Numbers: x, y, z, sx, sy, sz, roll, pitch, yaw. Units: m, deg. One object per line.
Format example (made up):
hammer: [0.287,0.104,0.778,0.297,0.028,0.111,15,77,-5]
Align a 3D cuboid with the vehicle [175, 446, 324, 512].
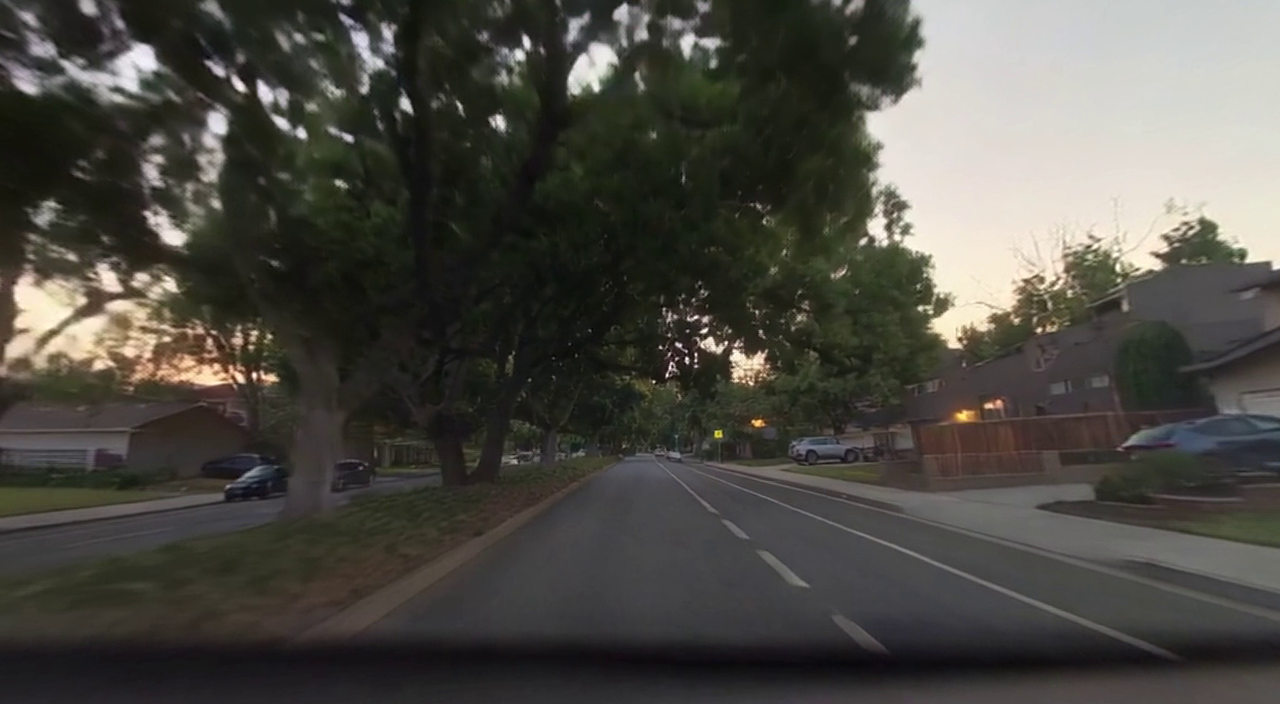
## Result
vehicle: [-12.600,4.068,20.845,2.003,1.804,4.554,-1,-7,0]

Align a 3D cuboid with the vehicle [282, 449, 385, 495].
vehicle: [-12.611,4.924,26.356,2.110,1.709,4.426,0,-8,-1]

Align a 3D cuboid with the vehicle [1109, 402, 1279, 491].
vehicle: [13.344,2.038,13.683,4.577,1.770,2.006,-3,-9,17]

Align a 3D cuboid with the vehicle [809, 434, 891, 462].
vehicle: [13.633,6.256,41.235,4.629,1.770,1.959,0,-8,0]
